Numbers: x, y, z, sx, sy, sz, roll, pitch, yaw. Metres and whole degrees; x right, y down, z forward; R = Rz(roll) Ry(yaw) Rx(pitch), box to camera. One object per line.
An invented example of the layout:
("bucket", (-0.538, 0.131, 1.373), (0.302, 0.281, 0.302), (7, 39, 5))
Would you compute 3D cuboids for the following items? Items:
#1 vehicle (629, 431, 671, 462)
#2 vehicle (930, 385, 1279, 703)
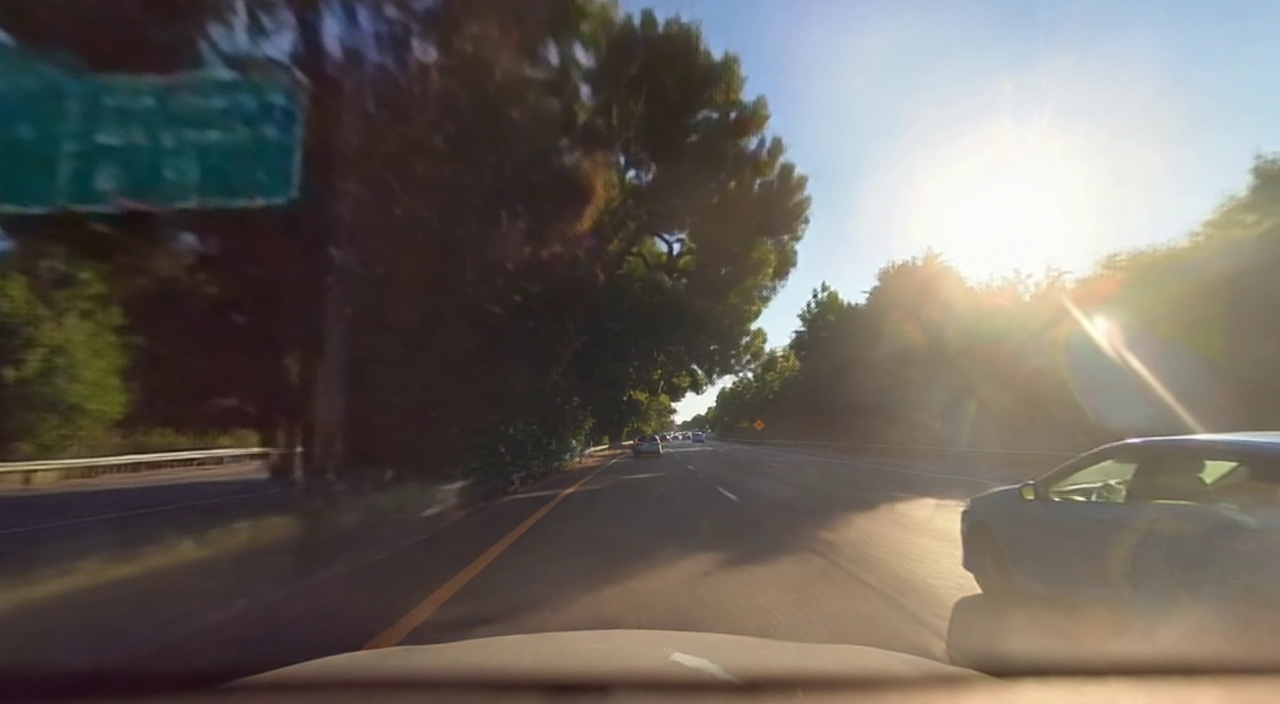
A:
("vehicle", (0.478, 4.943, 33.094), (2.046, 1.526, 3.903), (0, -8, -1))
("vehicle", (3.589, 0.973, 3.264), (1.981, 1.467, 4.459), (0, -8, -1))
